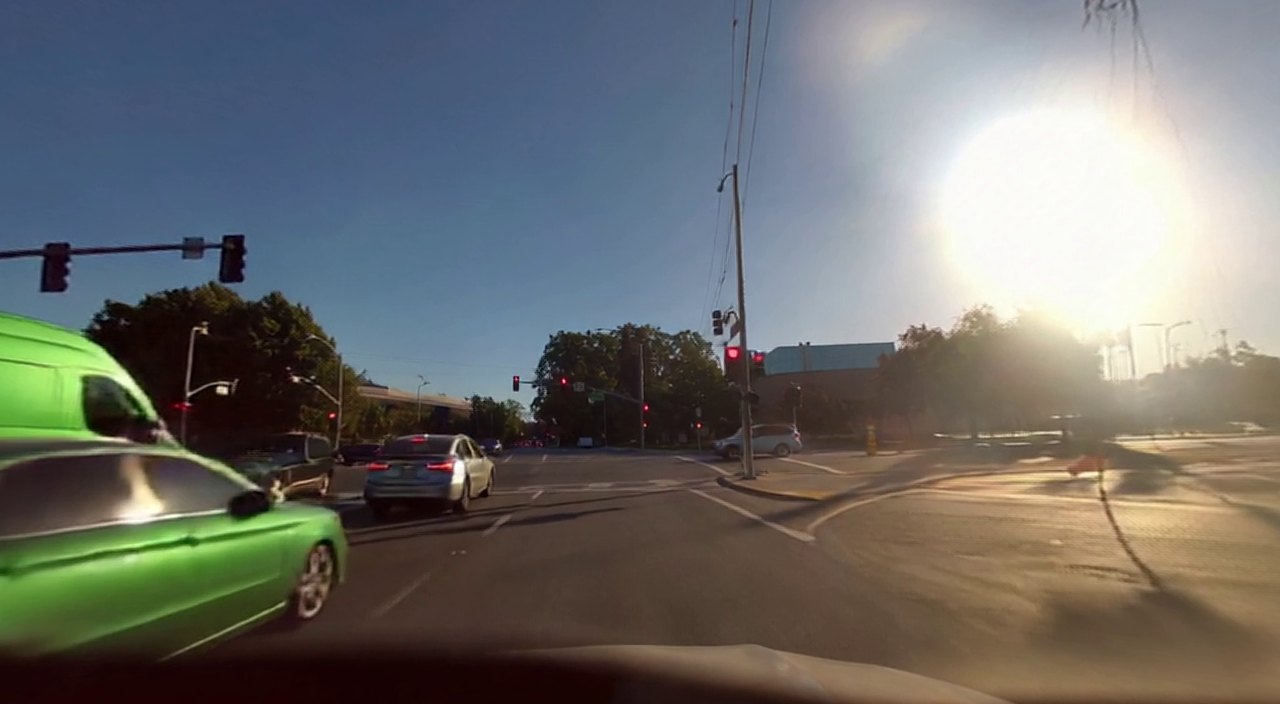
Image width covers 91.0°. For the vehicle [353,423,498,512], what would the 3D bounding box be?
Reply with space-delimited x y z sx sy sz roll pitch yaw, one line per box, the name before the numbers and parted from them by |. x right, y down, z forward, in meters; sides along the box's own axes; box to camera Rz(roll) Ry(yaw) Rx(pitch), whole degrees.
vehicle | -4.282 2.366 13.266 1.815 1.569 3.940 1 -9 -3

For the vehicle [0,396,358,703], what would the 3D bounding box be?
vehicle | -3.550 1.057 3.344 2.019 1.485 4.565 0 -9 -1

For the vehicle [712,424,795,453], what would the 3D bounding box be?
vehicle | 7.007 5.338 38.946 4.884 1.714 2.021 -1 -9 10
